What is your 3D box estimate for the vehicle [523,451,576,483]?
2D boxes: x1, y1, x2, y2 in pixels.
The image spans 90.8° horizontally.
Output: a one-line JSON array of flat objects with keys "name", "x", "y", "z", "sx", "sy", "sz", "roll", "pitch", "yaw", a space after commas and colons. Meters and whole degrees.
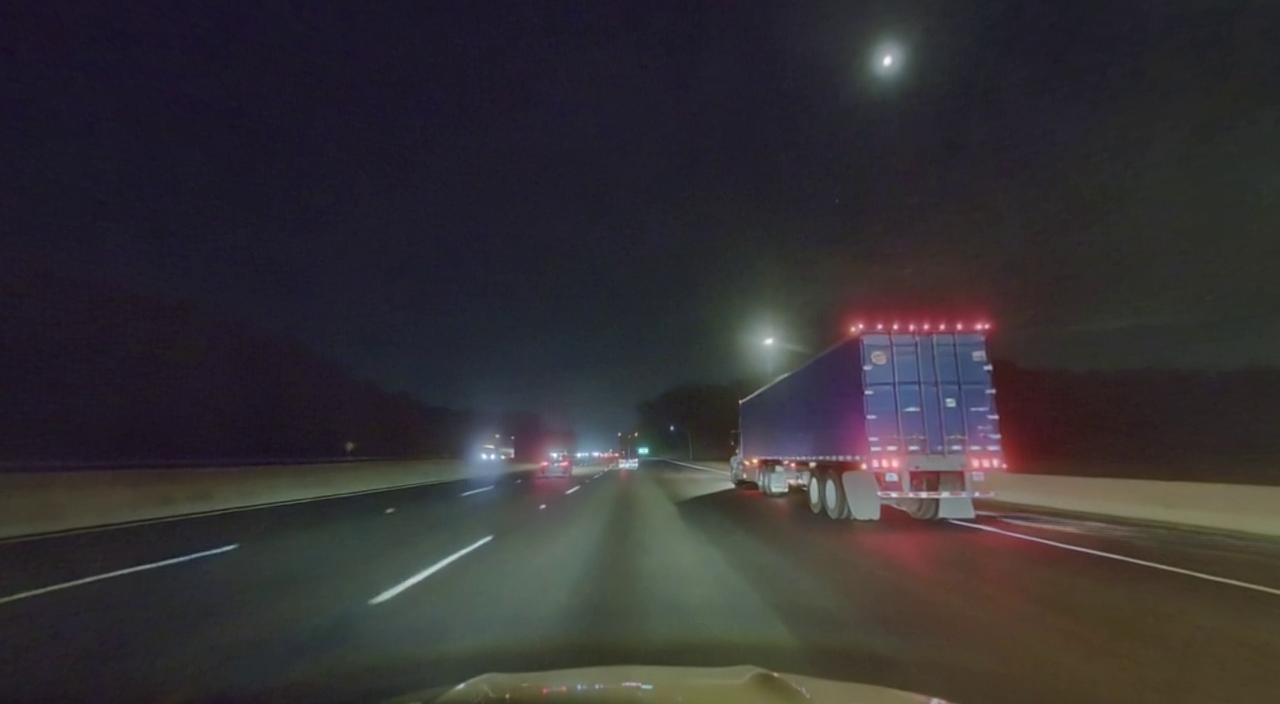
[{"name": "vehicle", "x": -4.679, "y": 6.031, "z": 33.446, "sx": 2.108, "sy": 1.573, "sz": 5.000, "roll": 0, "pitch": -9, "yaw": 0}]
